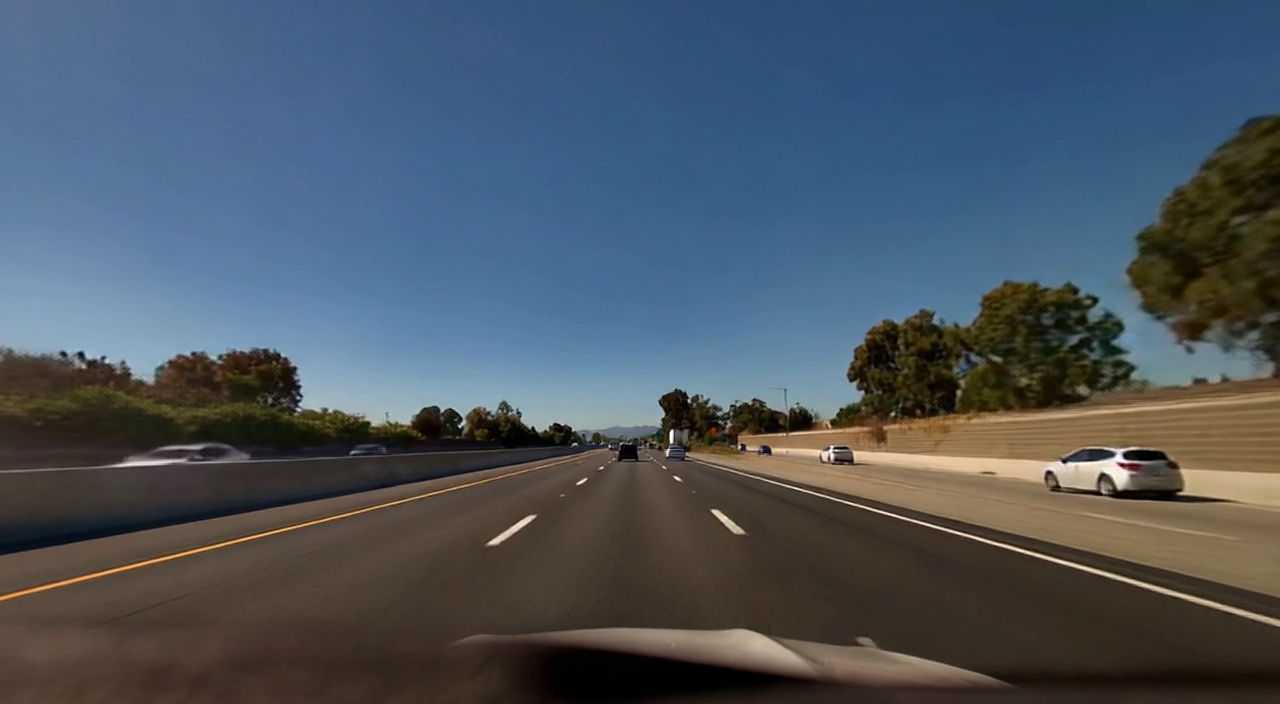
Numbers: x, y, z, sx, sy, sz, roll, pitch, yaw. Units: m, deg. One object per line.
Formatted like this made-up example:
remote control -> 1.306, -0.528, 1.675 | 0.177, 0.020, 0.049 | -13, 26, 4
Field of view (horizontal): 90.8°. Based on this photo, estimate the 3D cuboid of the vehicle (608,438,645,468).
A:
vehicle -> -0.803, 6.170, 38.752 | 2.121, 1.739, 4.087 | 0, -9, 0

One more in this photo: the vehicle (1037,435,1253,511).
vehicle -> 12.594, 3.010, 16.240 | 1.912, 1.673, 4.438 | 0, -9, 1

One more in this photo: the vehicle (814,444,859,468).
vehicle -> 13.309, 7.070, 43.059 | 1.867, 1.563, 4.436 | -1, -9, 3
